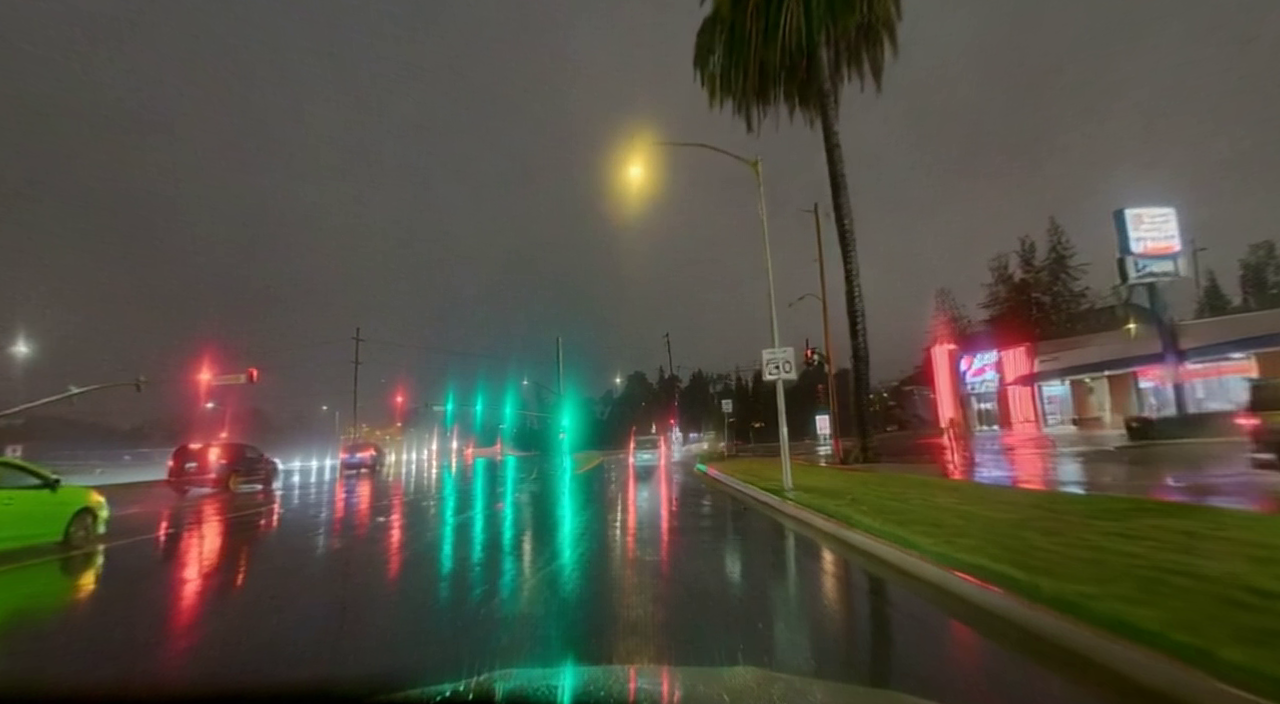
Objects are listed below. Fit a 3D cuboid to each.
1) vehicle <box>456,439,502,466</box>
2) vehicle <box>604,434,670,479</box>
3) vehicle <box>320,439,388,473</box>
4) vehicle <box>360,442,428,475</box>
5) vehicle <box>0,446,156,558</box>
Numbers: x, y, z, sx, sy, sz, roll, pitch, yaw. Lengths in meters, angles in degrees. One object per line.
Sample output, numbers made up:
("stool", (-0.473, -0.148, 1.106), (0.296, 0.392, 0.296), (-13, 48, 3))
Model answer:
("vehicle", (-9.387, 5.899, 37.137), (1.912, 1.487, 4.471), (1, -9, -5))
("vehicle", (0.006, 3.891, 23.662), (2.070, 1.493, 4.570), (-1, -9, 4))
("vehicle", (-15.705, 5.729, 34.956), (2.020, 1.709, 4.343), (1, -9, -6))
("vehicle", (-11.865, 5.131, 30.738), (1.905, 1.482, 4.463), (1, -9, -6))
("vehicle", (-9.490, 2.077, 8.944), (1.958, 1.455, 4.504), (1, -9, -4))
